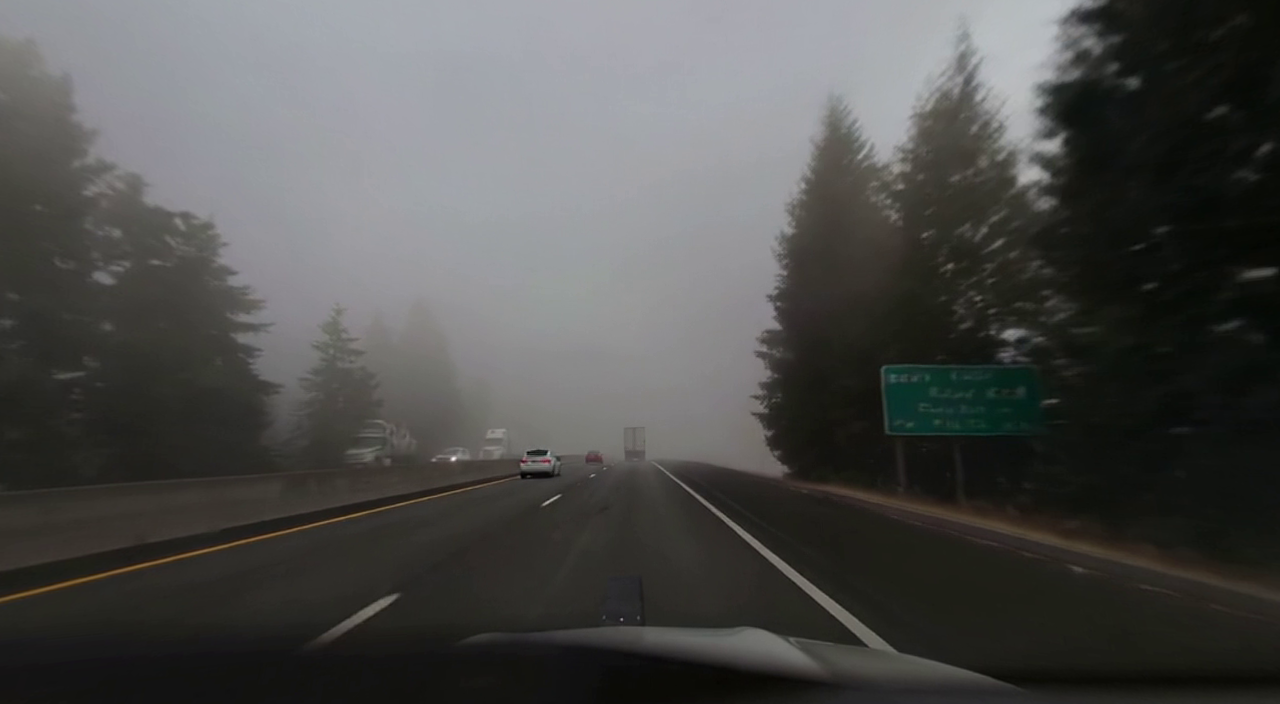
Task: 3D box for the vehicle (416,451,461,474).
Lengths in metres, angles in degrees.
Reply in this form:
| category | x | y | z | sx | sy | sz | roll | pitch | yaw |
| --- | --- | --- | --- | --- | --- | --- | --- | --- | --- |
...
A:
| category | x | y | z | sx | sy | sz | roll | pitch | yaw |
| --- | --- | --- | --- | --- | --- | --- | --- | --- | --- |
| vehicle | -13.681 | 7.502 | 43.104 | 1.764 | 1.486 | 3.947 | 0 | -9 | 0 |

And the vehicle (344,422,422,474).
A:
| category | x | y | z | sx | sy | sz | roll | pitch | yaw |
| --- | --- | --- | --- | --- | --- | --- | --- | --- | --- |
| vehicle | -18.333 | 6.922 | 45.564 | 2.744 | 3.453 | 6.712 | 0 | -9 | 0 |

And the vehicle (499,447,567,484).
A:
| category | x | y | z | sx | sy | sz | roll | pitch | yaw |
| --- | --- | --- | --- | --- | --- | --- | --- | --- | --- |
| vehicle | -4.456 | 4.799 | 26.977 | 2.106 | 1.445 | 4.404 | 0 | -9 | 0 |
